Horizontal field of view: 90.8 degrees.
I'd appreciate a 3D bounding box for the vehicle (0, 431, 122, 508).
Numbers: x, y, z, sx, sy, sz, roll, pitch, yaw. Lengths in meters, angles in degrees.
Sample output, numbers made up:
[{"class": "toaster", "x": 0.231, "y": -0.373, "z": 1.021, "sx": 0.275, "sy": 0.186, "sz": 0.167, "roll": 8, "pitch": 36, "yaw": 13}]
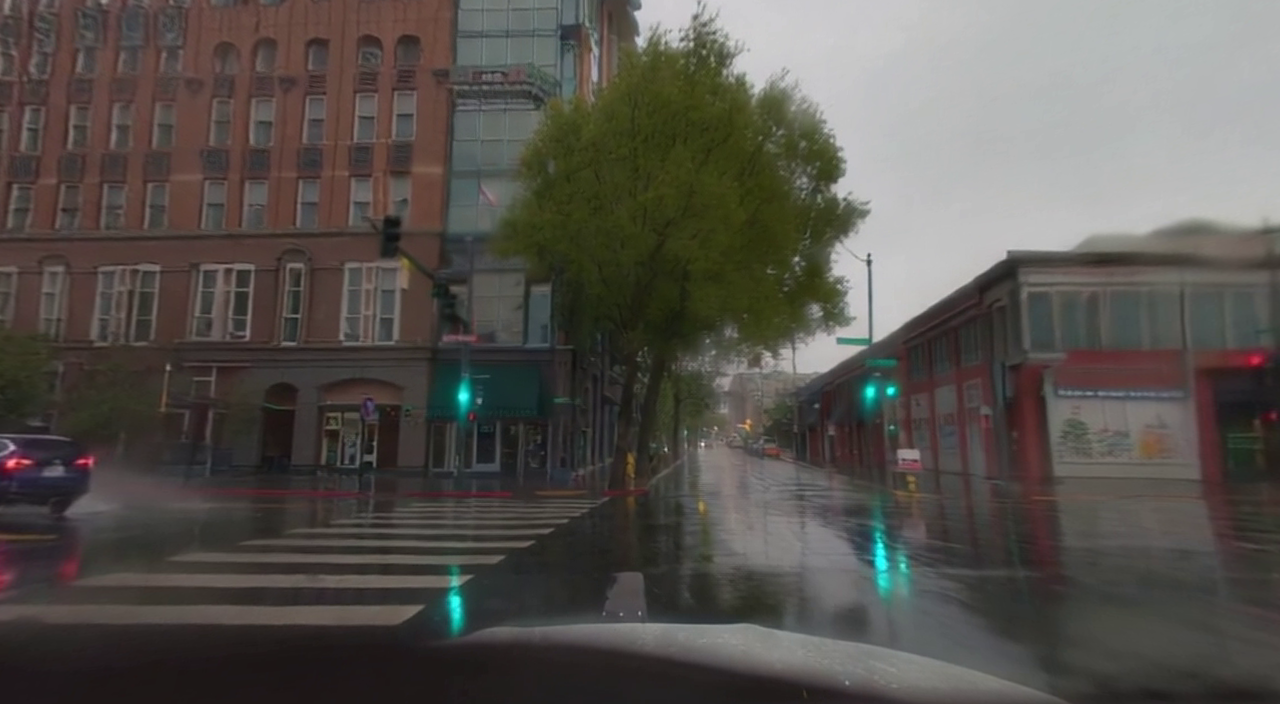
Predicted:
[{"class": "vehicle", "x": -14.309, "y": 2.515, "z": 13.799, "sx": 4.459, "sy": 1.482, "sz": 2.106, "roll": -2, "pitch": -9, "yaw": 10}]
